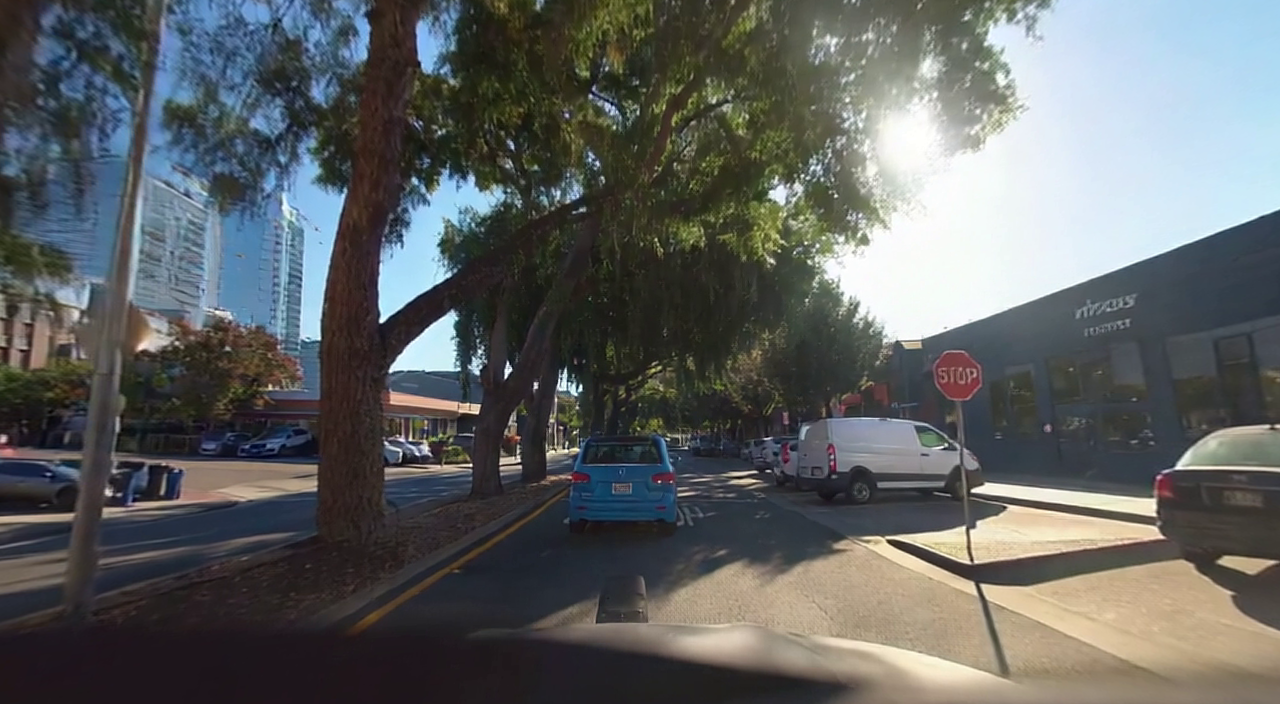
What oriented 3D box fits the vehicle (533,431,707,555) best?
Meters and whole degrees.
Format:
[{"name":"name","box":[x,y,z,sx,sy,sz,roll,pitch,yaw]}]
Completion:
[{"name":"vehicle","box":[-0.304,2.023,9.828,2.065,1.450,4.522,0,-9,-2]}]

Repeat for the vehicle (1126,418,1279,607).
[{"name":"vehicle","box":[7.298,1.596,6.765,3.957,1.650,1.971,6,-10,-33]}]

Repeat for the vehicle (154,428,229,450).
[{"name":"vehicle","box":[-32.251,6.274,45.473,3.915,1.574,1.850,0,-9,2]}]

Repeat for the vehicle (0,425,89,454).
[{"name":"vehicle","box":[-32.189,4.649,33.404,4.006,1.491,2.007,1,-9,-5]}]

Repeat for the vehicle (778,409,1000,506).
[{"name":"vehicle","box":[6.430,2.675,16.273,5.385,2.146,2.143,4,-10,-26]}]
